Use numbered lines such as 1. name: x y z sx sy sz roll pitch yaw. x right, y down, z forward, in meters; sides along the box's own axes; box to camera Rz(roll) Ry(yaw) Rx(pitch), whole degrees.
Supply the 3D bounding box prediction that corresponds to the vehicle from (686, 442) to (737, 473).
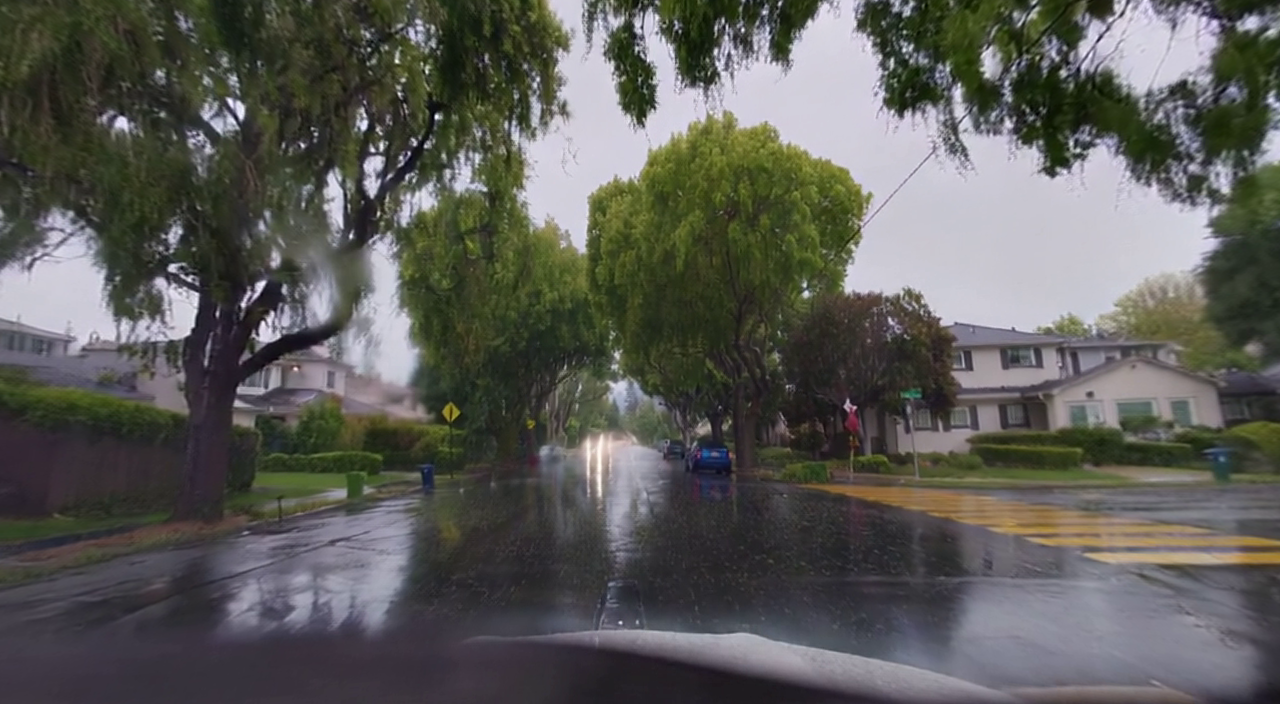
1. vehicle: 3.605 5.413 32.694 1.961 1.472 4.434 0 -9 -2
